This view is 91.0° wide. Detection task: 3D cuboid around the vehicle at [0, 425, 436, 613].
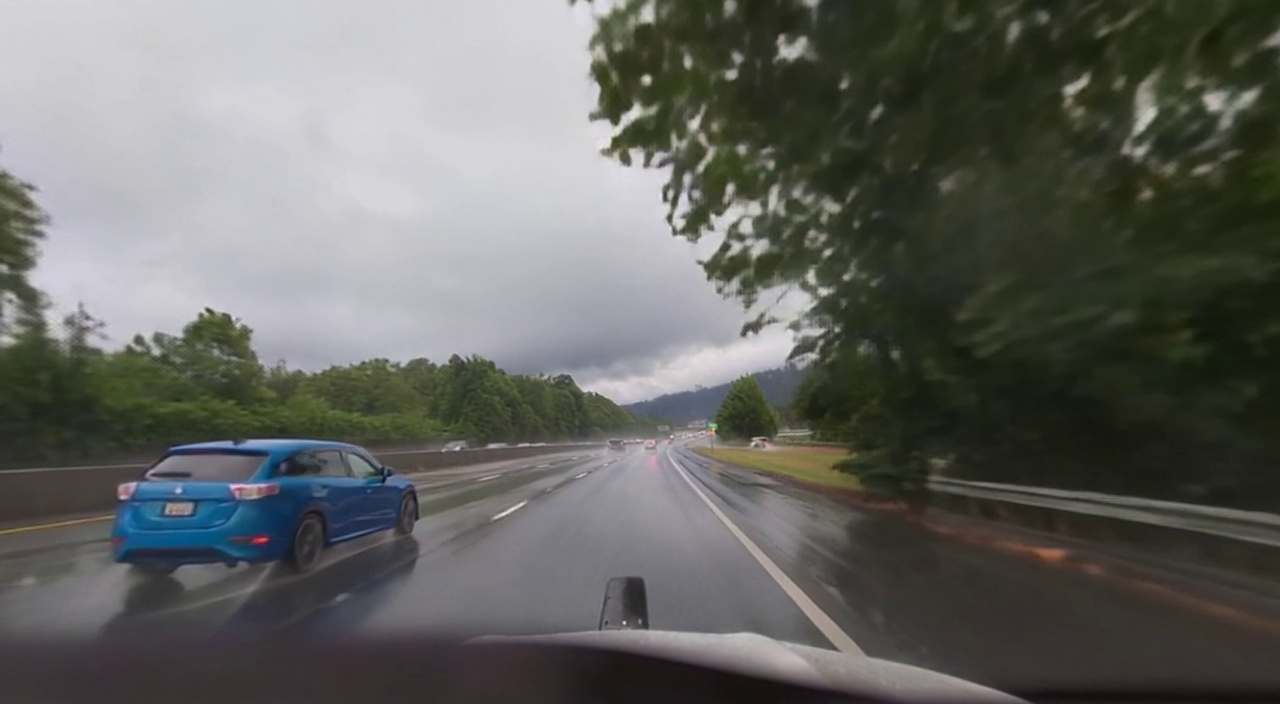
[{"bbox_3d":[-4.139,1.644,7.250,1.996,1.454,4.495,0,-8,1],"label":"vehicle"}]
